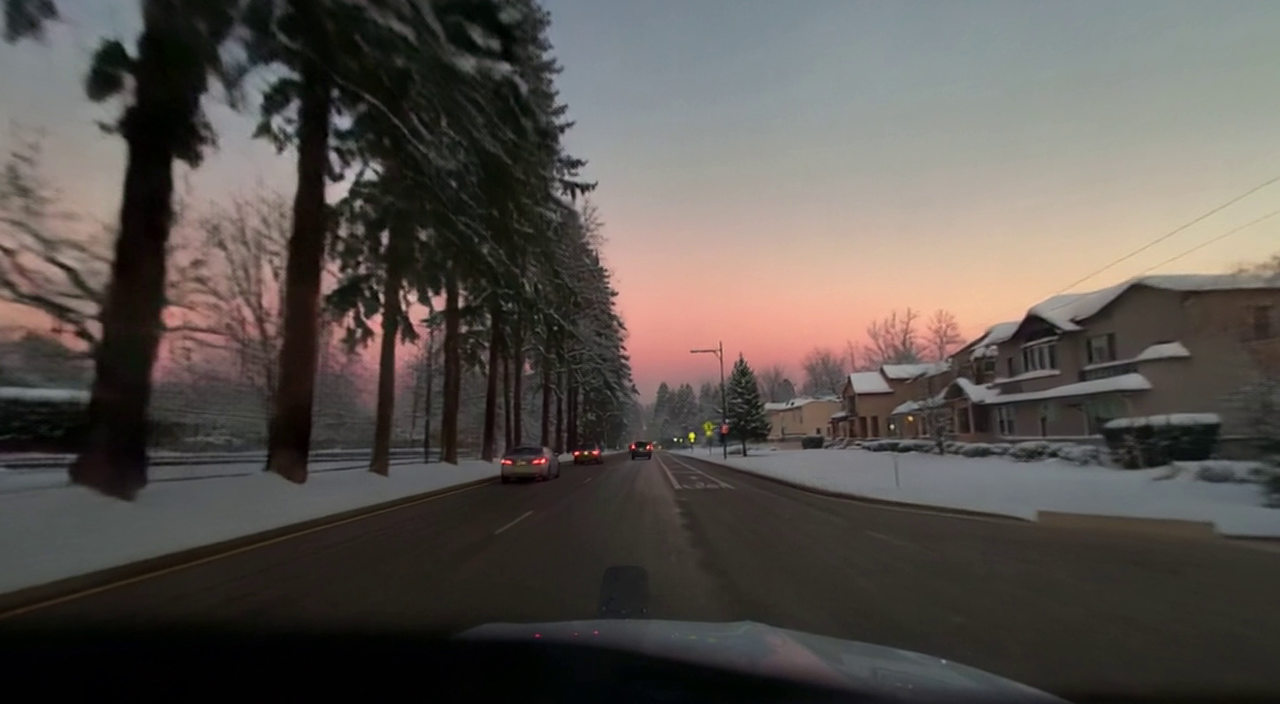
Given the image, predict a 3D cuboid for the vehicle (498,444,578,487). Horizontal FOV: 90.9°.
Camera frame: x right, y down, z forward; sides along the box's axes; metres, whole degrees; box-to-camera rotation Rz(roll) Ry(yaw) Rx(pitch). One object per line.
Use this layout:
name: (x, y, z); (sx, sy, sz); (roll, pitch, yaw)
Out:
vehicle: (-3.752, 4.254, 24.036); (2.188, 1.473, 4.651); (0, -9, 1)

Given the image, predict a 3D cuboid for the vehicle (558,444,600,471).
vehicle: (-3.710, 6.533, 39.225); (2.110, 1.529, 4.743); (0, -9, 1)
